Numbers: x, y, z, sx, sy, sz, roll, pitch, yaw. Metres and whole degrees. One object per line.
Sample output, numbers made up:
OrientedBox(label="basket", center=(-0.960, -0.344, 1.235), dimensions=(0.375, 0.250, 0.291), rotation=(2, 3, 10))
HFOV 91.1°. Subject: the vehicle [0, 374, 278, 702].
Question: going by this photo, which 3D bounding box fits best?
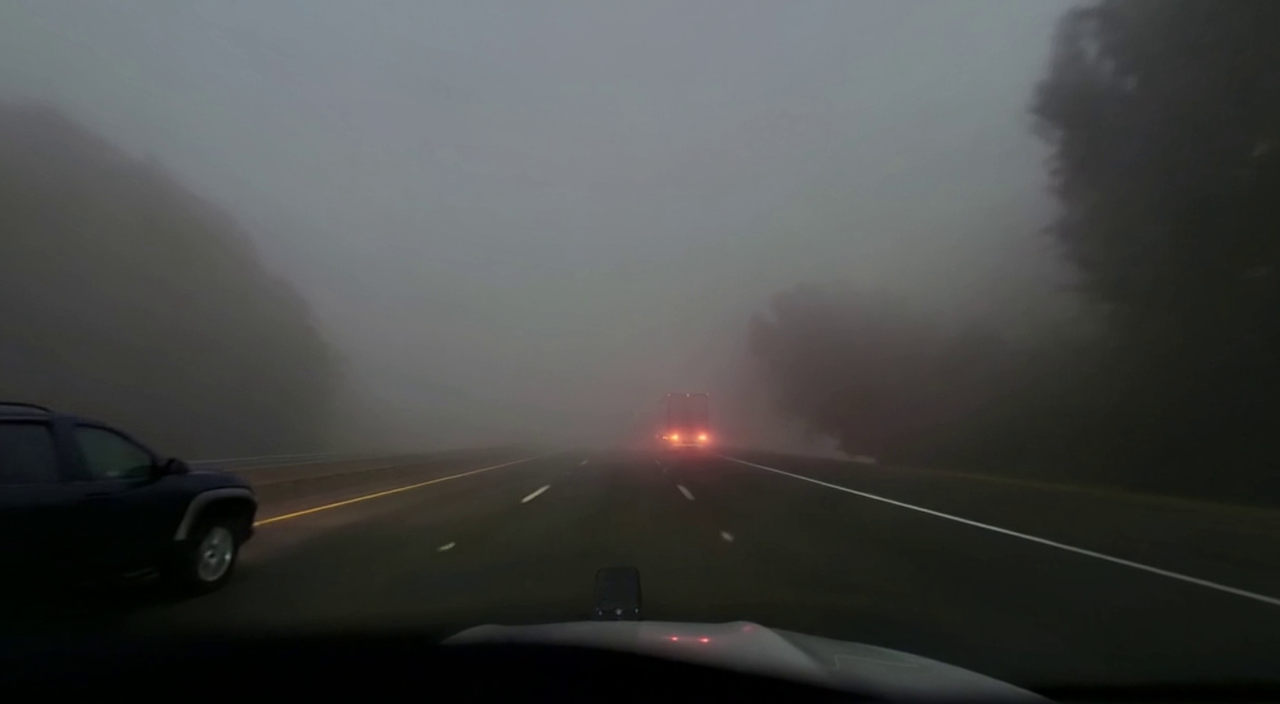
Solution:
OrientedBox(label="vehicle", center=(-4.188, 0.953, 3.353), dimensions=(2.044, 1.604, 4.144), rotation=(0, -8, 0))
